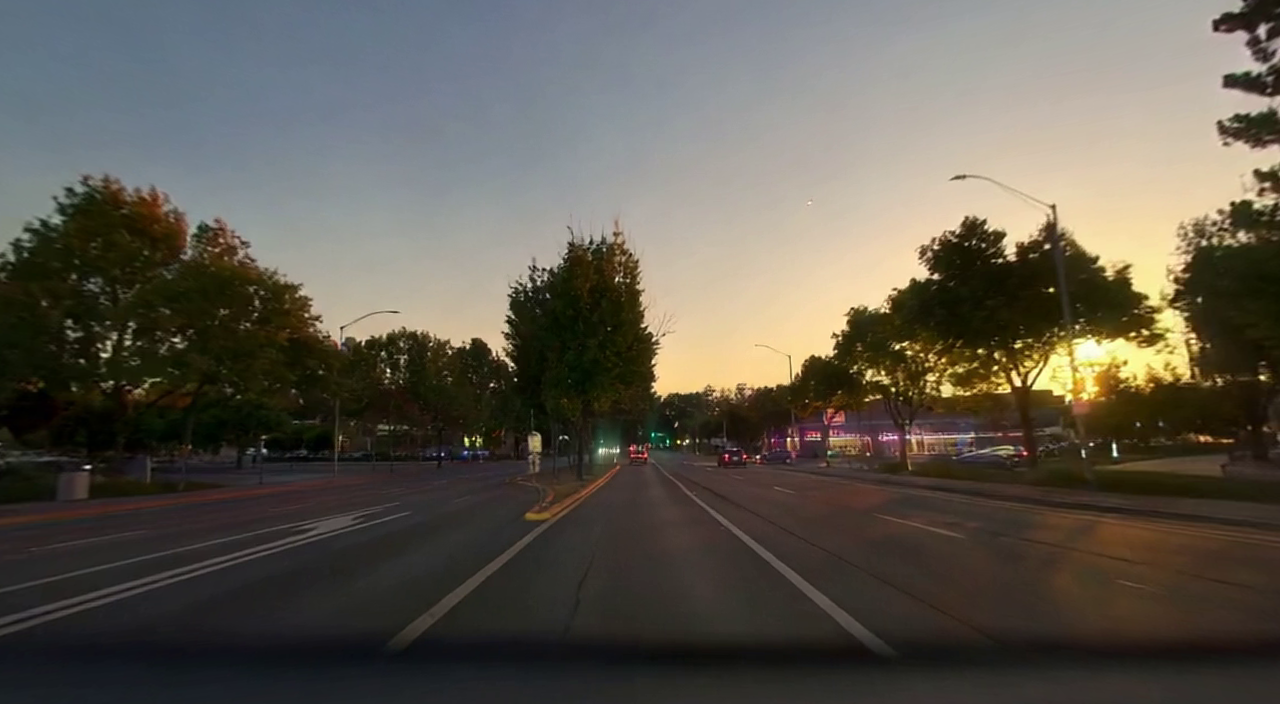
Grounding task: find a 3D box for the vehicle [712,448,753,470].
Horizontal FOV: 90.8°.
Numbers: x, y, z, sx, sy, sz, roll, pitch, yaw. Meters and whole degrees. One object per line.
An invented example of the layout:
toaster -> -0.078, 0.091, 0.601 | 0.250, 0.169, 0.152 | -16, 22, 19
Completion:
vehicle -> 6.410, 7.444, 44.188 | 2.024, 1.475, 4.600 | 0, -9, -2
